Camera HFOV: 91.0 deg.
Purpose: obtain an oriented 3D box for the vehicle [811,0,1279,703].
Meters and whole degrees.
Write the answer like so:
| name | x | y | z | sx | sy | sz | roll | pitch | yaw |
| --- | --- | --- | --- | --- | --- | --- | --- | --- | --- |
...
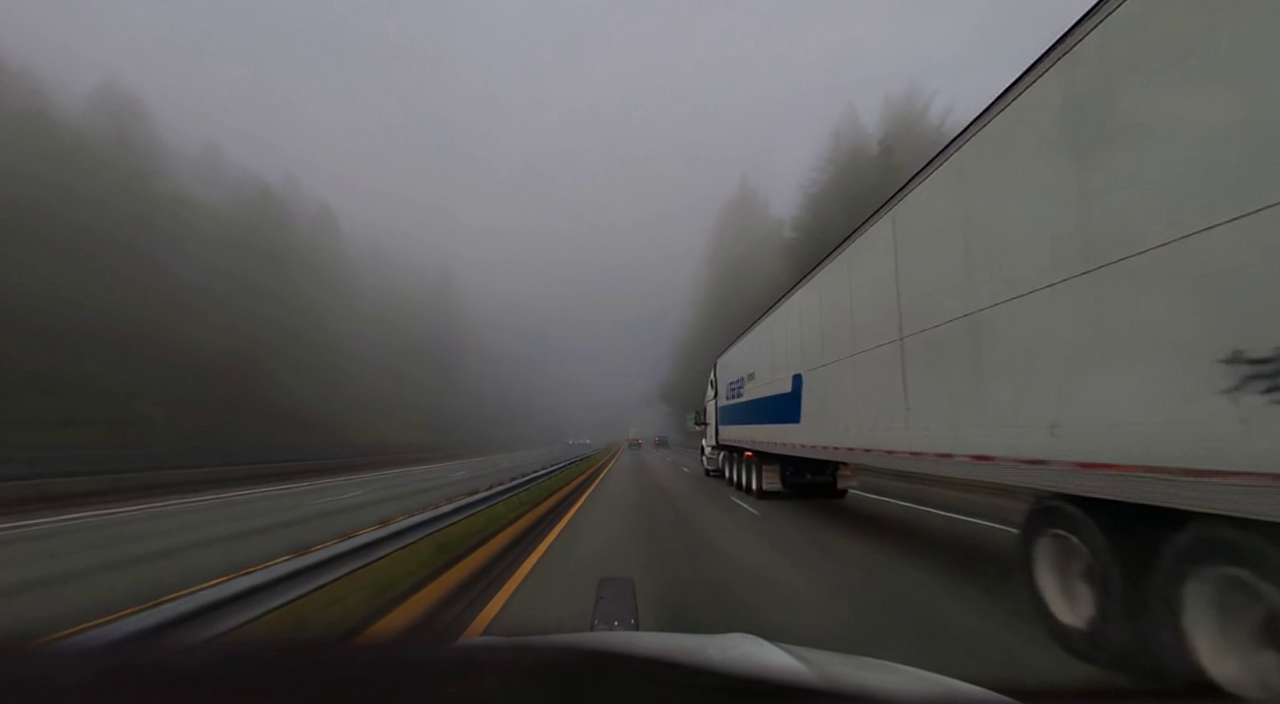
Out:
| name | x | y | z | sx | sy | sz | roll | pitch | yaw |
| --- | --- | --- | --- | --- | --- | --- | --- | --- | --- |
| vehicle | 3.999 | 0.022 | 4.481 | 3.006 | 3.850 | 8.310 | 0 | -8 | -1 |
